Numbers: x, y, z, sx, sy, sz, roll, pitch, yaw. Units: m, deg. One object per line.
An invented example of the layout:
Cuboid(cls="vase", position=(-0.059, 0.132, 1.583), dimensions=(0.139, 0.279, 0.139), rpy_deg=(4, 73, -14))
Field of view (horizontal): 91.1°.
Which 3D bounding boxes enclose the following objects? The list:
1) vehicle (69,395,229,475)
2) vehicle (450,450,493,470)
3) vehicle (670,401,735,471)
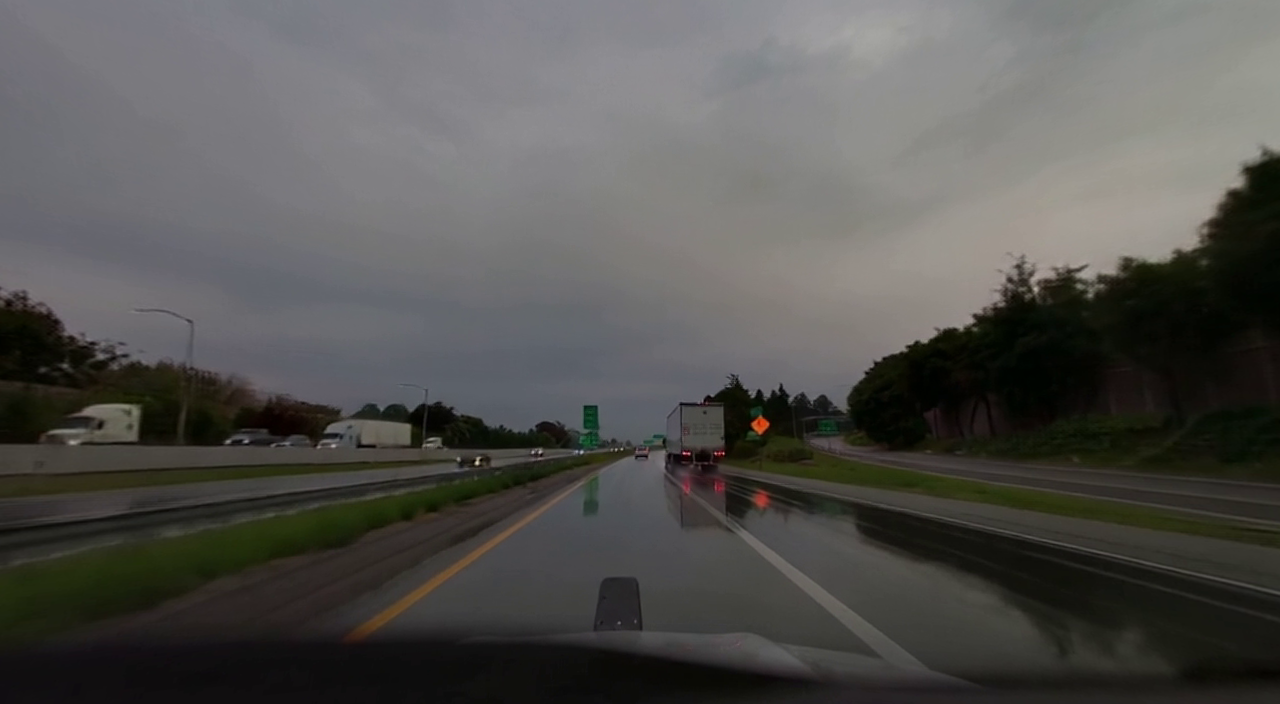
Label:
Cuboid(cls="vehicle", position=(-26.567, 4.643, 34.593), dimensions=(3.120, 3.923, 6.859), rpy_deg=(0, -9, 0))
Cuboid(cls="vehicle", position=(-12.942, 8.332, 48.668), dimensions=(1.933, 1.482, 4.661), rpy_deg=(-1, -9, 1))
Cuboid(cls="vehicle", position=(4.012, 5.952, 43.736), dimensions=(3.185, 4.154, 12.638), rpy_deg=(0, -9, 0))
